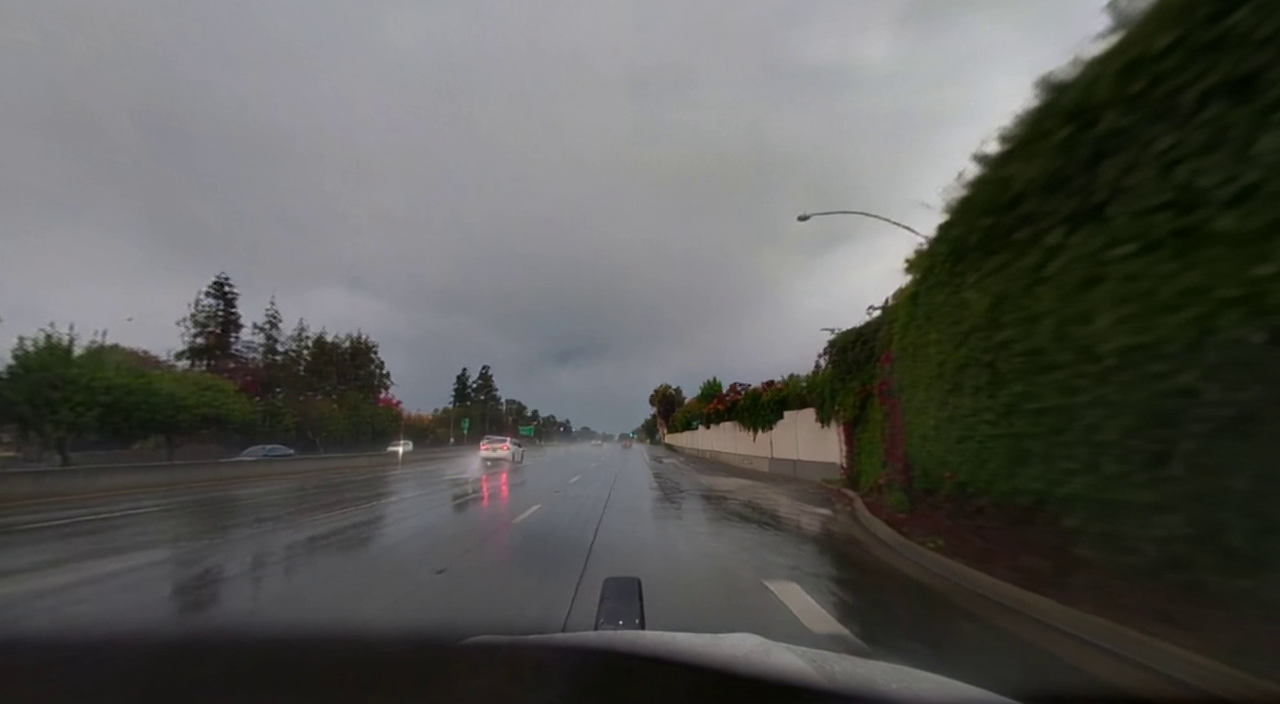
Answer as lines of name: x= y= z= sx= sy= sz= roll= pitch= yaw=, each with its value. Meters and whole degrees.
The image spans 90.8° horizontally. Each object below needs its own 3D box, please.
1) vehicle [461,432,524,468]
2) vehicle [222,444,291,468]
vehicle: x=-7.638 y=5.132 z=33.176 sx=2.115 sy=1.711 sz=4.722 roll=0 pitch=-9 yaw=1
vehicle: x=-26.127 y=7.073 z=43.236 sx=1.919 sy=1.514 sz=4.811 roll=1 pitch=-9 yaw=-3
